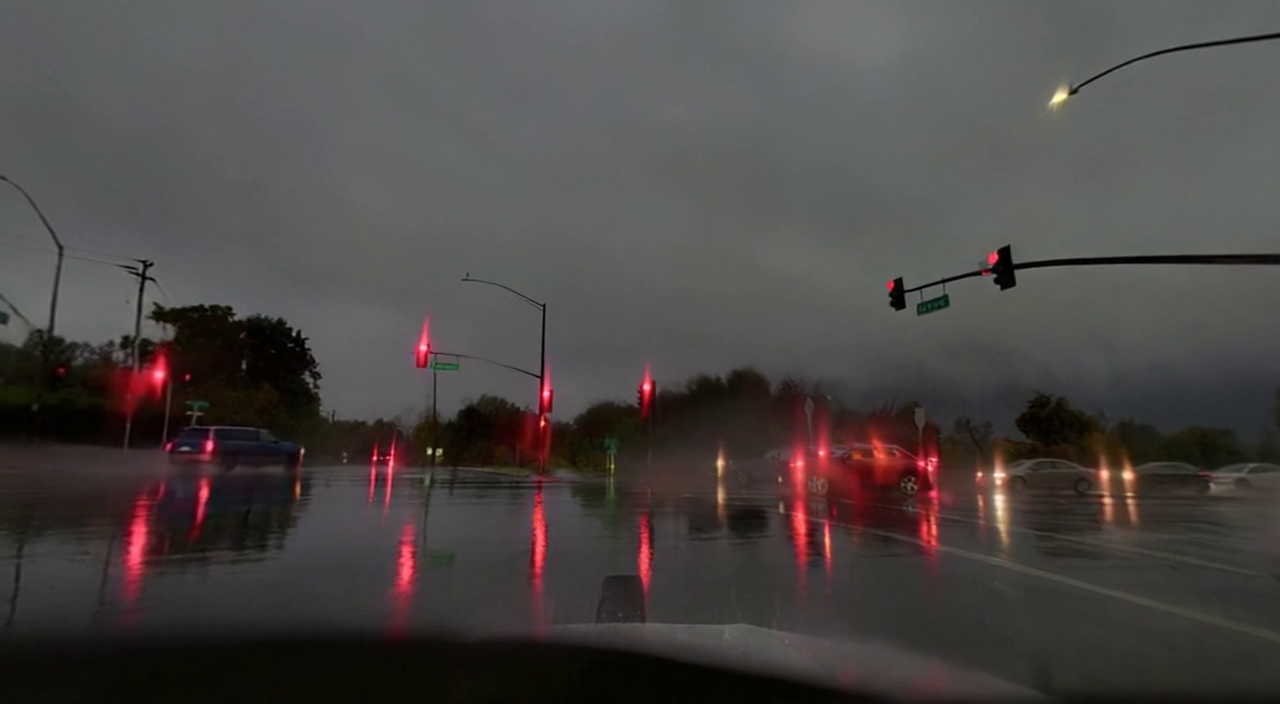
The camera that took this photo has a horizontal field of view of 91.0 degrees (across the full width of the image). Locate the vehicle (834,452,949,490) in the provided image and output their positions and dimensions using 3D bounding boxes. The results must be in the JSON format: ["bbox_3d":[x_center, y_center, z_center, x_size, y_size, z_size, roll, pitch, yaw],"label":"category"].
[{"bbox_3d":[11.565,5.482,29.111,4.537,1.608,1.827,1,-9,-7],"label":"vehicle"}]

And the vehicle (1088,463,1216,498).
[{"bbox_3d":[24.817,6.224,30.595,4.793,1.533,1.874,1,-9,-6],"label":"vehicle"}]

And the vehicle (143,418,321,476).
[{"bbox_3d":[-15.860,3.768,25.000,2.243,2.011,5.631,-3,-9,18],"label":"vehicle"}]

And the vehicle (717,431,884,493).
[{"bbox_3d":[5.853,4.047,23.235,5.535,1.896,2.170,4,-9,-8],"label":"vehicle"}]

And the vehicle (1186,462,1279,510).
[{"bbox_3d":[25.063,5.394,25.477,4.322,1.522,1.795,-3,-10,-7],"label":"vehicle"}]

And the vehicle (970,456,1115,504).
[{"bbox_3d":[15.688,4.969,24.692,4.356,1.498,1.957,-2,-8,-5],"label":"vehicle"}]

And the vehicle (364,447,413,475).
[{"bbox_3d":[-14.984,6.478,37.703,1.964,1.525,4.750,2,-9,-13],"label":"vehicle"}]
